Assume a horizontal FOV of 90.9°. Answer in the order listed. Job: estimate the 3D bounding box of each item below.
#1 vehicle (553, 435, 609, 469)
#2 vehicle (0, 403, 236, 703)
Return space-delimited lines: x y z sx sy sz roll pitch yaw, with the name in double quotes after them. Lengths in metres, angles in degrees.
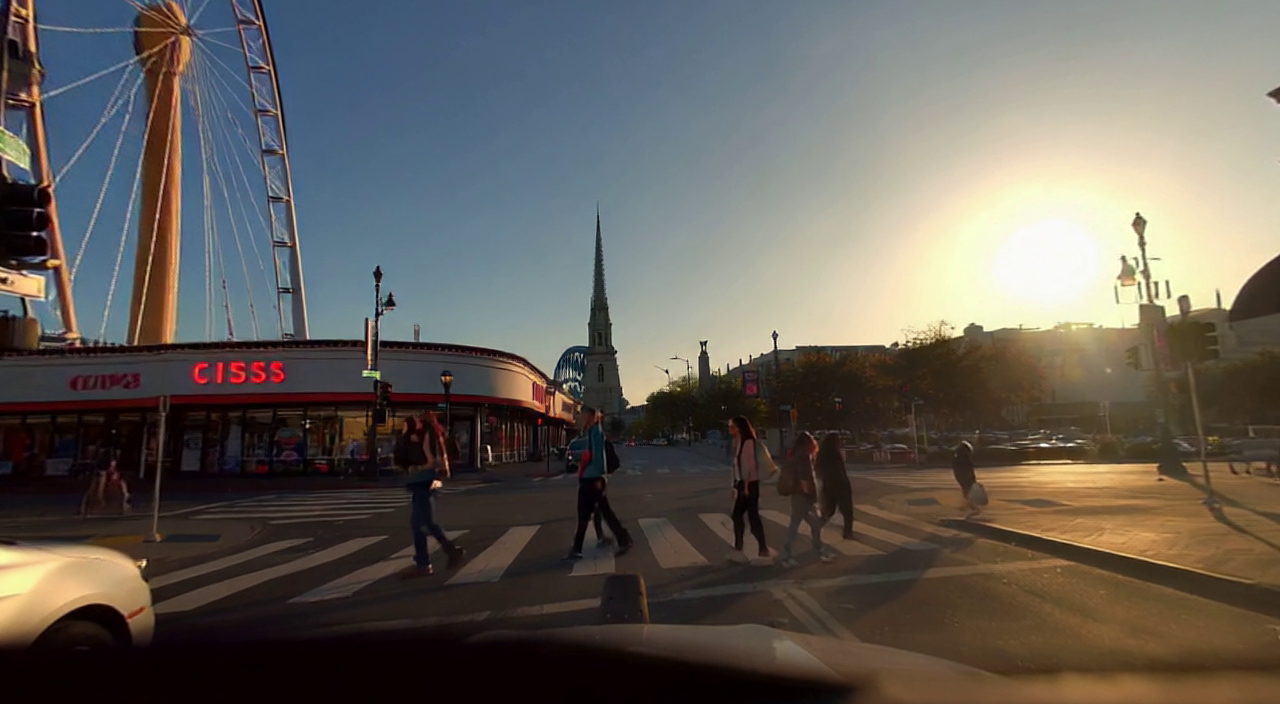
-3.875 6.375 40.251 2.549 2.000 5.699 2 -9 -15 "vehicle"
-3.374 0.785 1.183 1.940 1.505 4.676 -1 -9 3 "vehicle"
